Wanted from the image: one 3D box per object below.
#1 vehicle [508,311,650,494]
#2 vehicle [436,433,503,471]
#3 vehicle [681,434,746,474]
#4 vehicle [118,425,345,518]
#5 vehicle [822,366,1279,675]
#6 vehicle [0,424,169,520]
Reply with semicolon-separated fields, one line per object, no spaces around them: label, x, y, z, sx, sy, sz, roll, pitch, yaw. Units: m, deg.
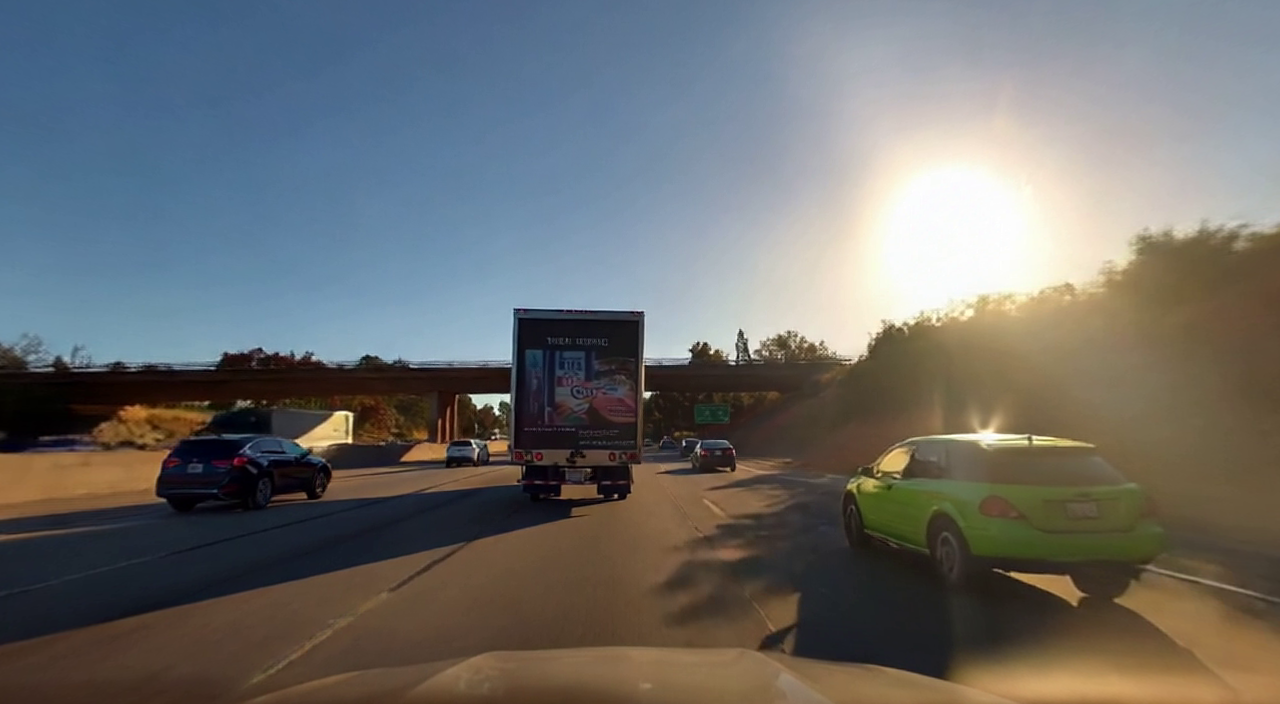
vehicle;-1.660;1.692;18.051;2.911;3.787;9.905;1;-8;-5
vehicle;-8.240;4.846;30.807;2.057;1.698;4.550;0;-8;0
vehicle;2.944;4.180;26.185;2.003;1.519;4.580;0;-8;-2
vehicle;-8.456;2.467;13.660;2.048;1.652;4.421;0;-8;-2
vehicle;3.437;1.196;5.666;2.118;1.647;4.400;0;-8;-2
vehicle;-16.556;3.233;17.640;2.446;2.276;5.514;0;-8;-1
